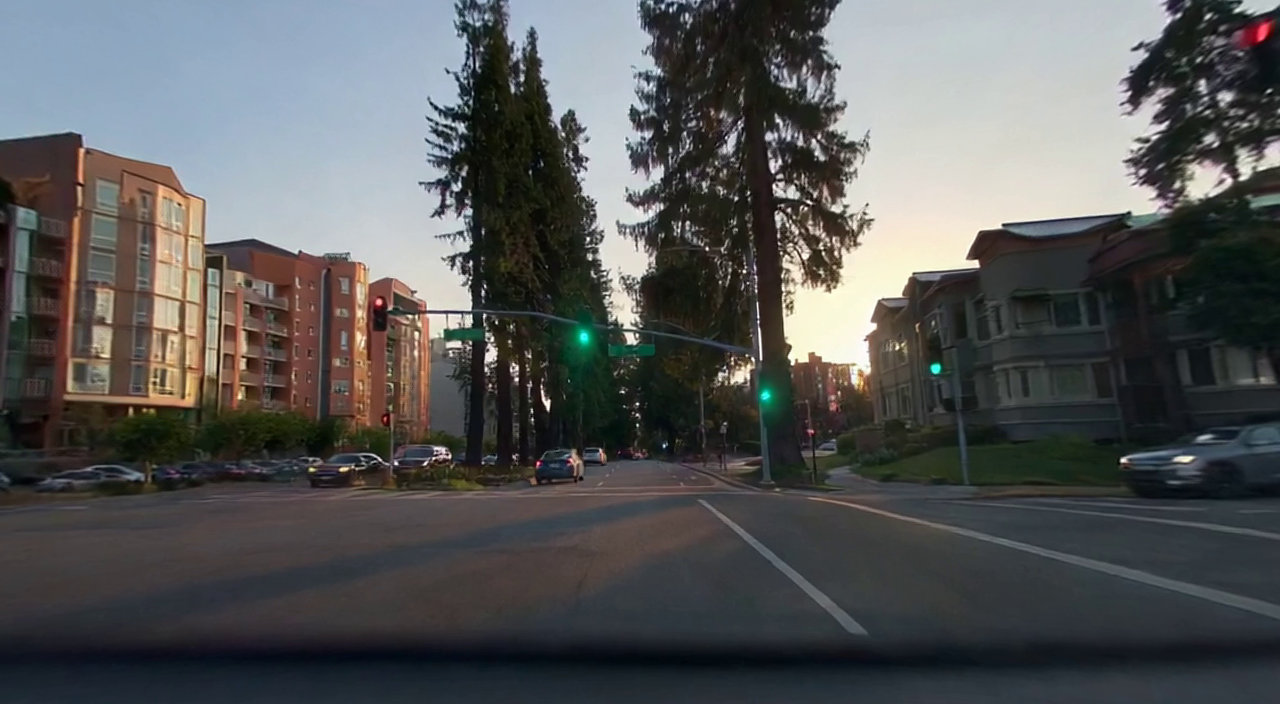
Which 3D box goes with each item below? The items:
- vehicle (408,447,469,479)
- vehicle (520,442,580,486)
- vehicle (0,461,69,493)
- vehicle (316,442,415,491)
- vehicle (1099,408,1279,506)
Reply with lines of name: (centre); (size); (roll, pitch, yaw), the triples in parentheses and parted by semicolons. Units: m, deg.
vehicle: (-11.757, 6.472, 37.190); (2.040, 1.707, 4.522); (-1, -9, 1)
vehicle: (-3.803, 4.783, 27.341); (1.959, 1.741, 4.141); (0, -8, 1)
vehicle: (-36.372, 7.197, 36.503); (4.694, 1.716, 2.024); (0, -9, -1)
vehicle: (-11.919, 4.977, 27.903); (2.105, 1.759, 5.403); (-4, -9, -1)
vehicle: (11.914, 1.972, 11.878); (4.856, 1.655, 2.076); (0, -10, 0)
